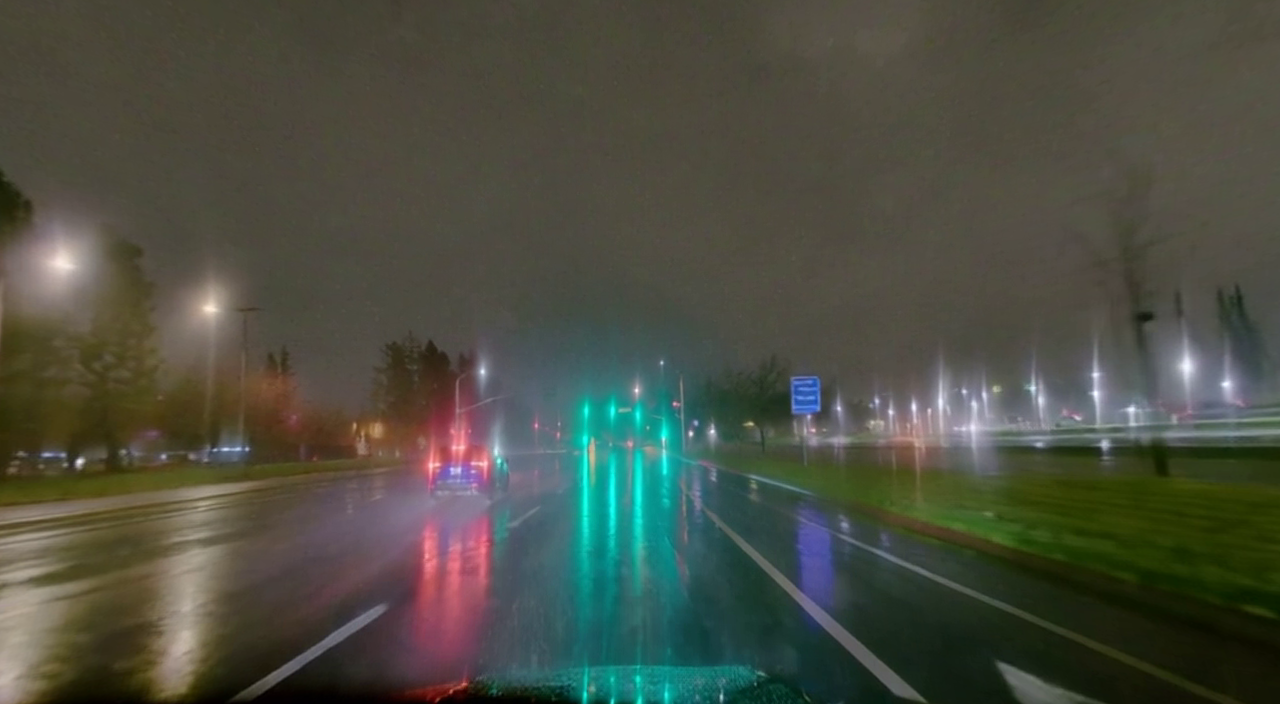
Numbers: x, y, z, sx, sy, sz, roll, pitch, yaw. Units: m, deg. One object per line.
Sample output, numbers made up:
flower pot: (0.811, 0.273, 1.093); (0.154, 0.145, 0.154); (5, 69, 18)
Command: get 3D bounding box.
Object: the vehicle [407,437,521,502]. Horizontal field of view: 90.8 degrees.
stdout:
vehicle: (-4.485, 3.041, 16.796); (1.964, 1.472, 4.078); (0, -8, -2)
